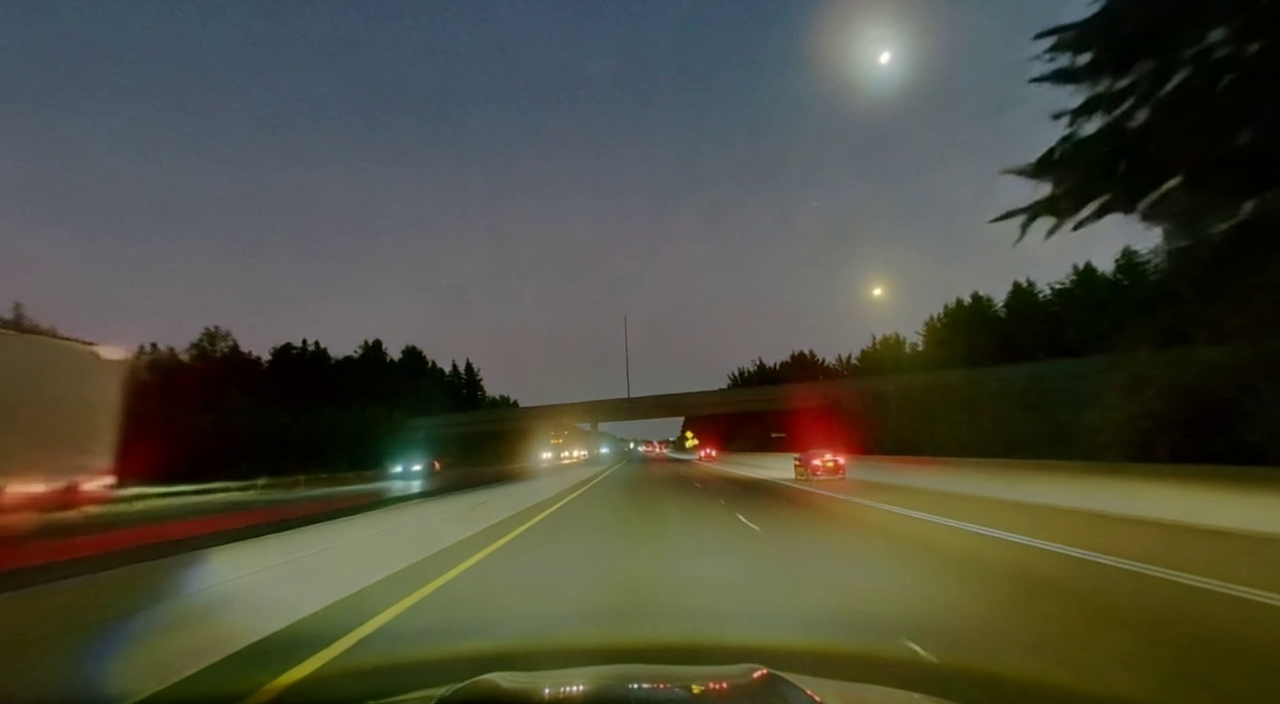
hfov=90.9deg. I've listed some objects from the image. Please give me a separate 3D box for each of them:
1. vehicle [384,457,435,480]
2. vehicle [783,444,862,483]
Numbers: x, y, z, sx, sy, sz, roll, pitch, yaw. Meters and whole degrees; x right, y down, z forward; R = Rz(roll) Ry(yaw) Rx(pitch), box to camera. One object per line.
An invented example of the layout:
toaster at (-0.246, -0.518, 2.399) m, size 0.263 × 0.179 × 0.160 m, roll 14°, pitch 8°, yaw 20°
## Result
vehicle at (-16.013, 8.084, 43.989) m, size 2.048 × 1.446 × 3.900 m, roll 0°, pitch -9°, yaw 0°
vehicle at (7.368, 4.542, 25.916) m, size 1.987 × 1.473 × 4.244 m, roll 0°, pitch -9°, yaw 0°
